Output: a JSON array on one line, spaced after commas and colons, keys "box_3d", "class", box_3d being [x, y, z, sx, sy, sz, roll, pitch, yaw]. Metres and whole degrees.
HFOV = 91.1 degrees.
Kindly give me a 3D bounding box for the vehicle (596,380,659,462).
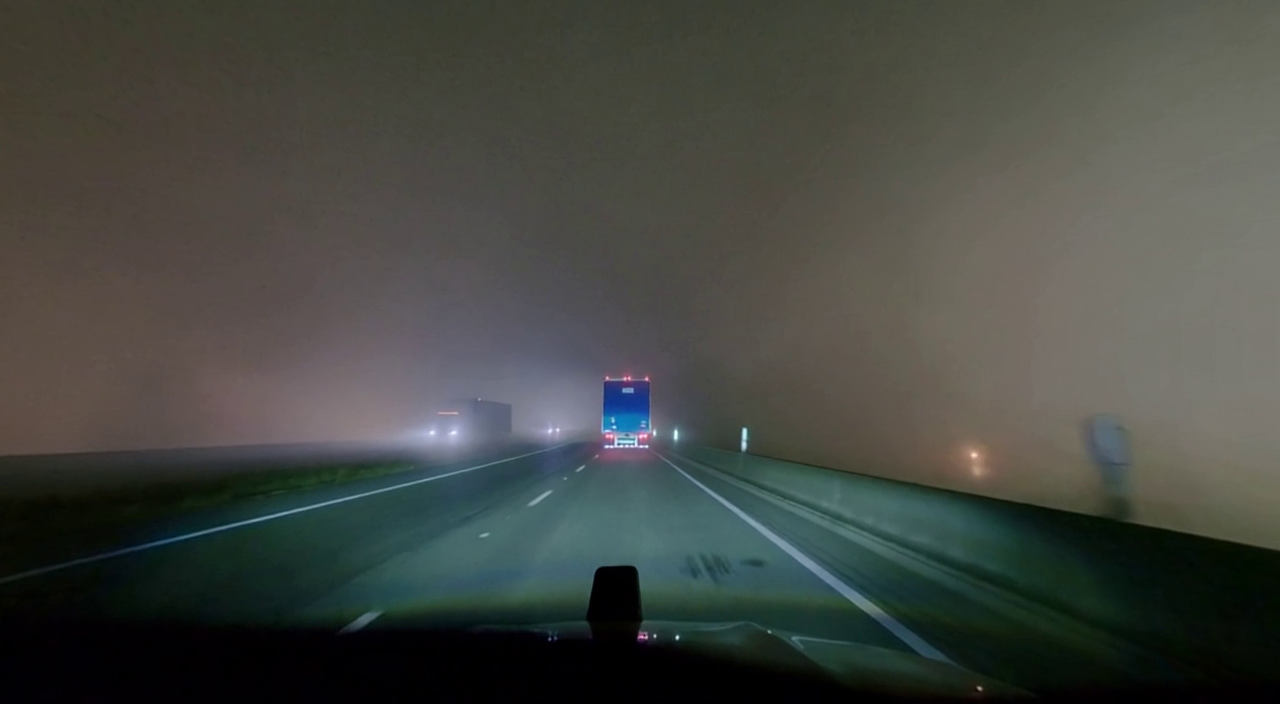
[{"box_3d": [-0.762, 3.997, 35.556, 3.023, 3.965, 10.402, 0, -8, -2], "class": "vehicle"}]
